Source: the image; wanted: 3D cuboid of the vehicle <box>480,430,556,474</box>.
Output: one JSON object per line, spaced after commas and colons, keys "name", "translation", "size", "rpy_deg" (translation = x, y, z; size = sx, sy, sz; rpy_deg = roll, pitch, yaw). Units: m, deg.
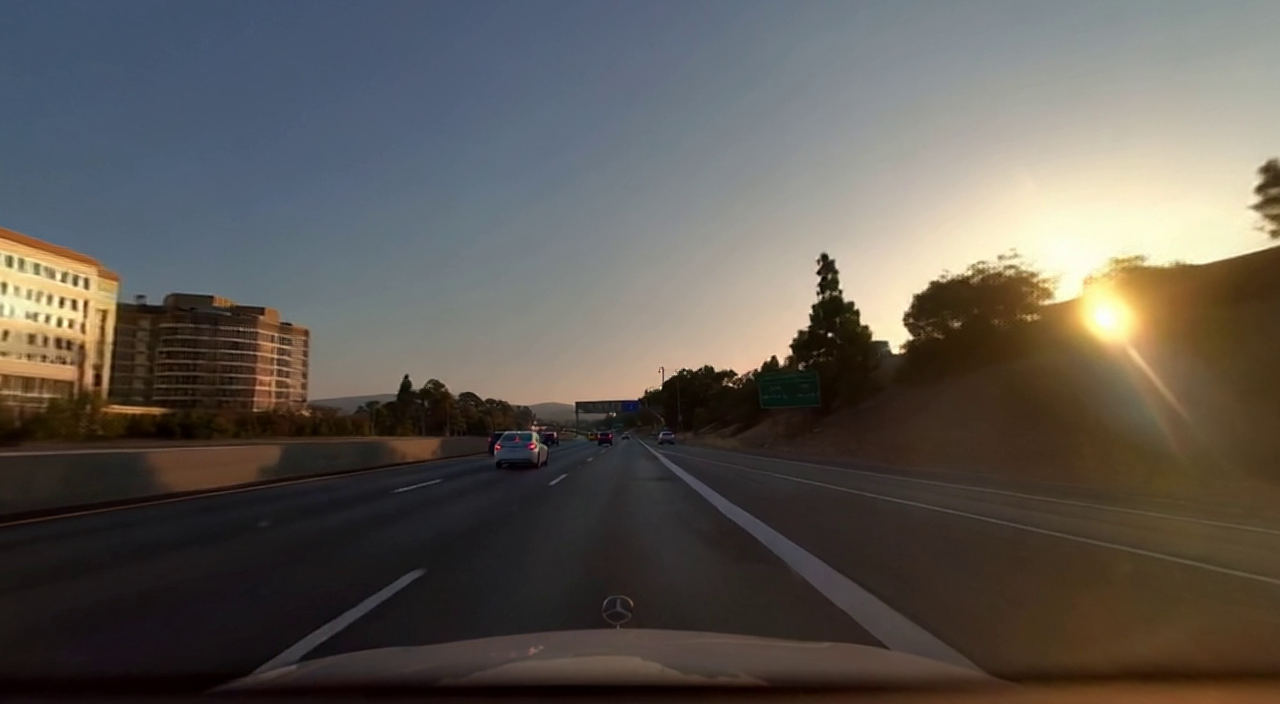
{"name": "vehicle", "translation": [-4.506, 3.750, 23.894], "size": [1.996, 1.490, 4.571], "rpy_deg": [0, -8, 0]}
